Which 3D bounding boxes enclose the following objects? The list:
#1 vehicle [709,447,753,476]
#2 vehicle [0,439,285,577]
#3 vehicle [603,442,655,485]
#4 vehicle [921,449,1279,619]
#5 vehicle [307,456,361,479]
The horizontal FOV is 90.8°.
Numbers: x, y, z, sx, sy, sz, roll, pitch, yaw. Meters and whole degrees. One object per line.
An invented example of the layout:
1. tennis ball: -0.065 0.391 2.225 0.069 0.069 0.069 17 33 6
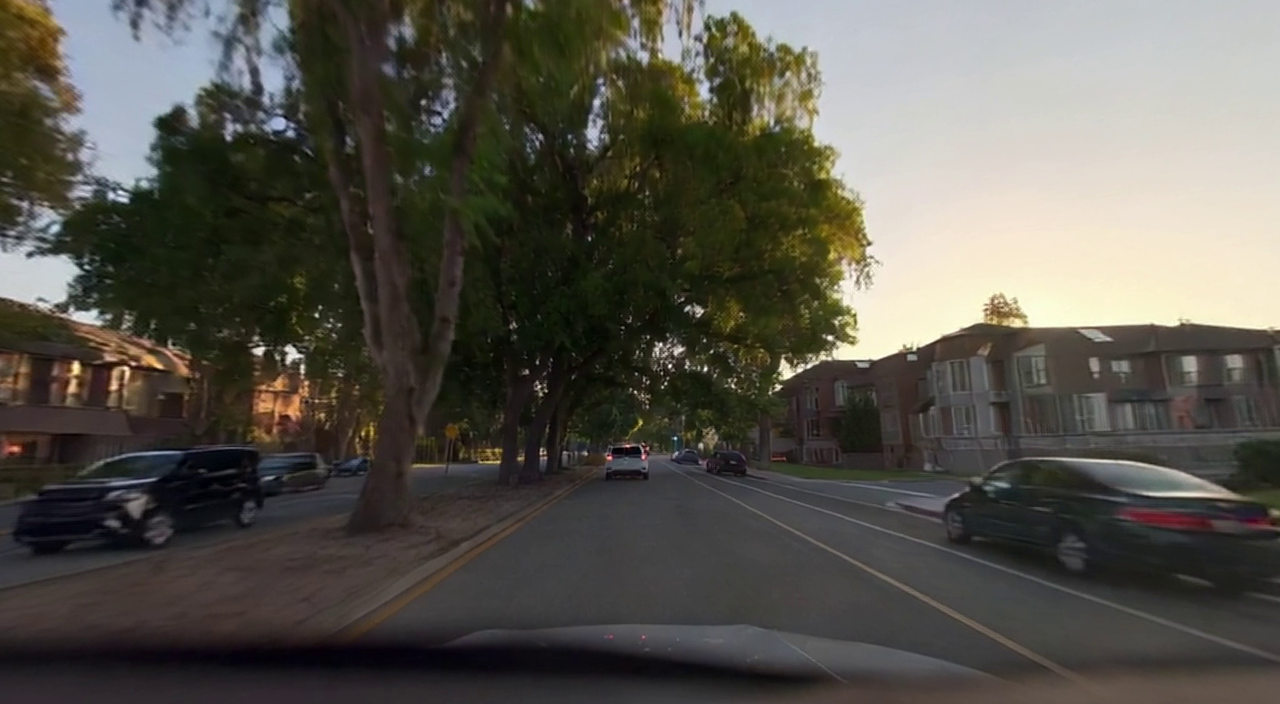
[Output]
1. vehicle: 5.620 6.813 39.678 1.970 1.696 4.405 0 -9 -2
2. vehicle: -7.529 2.042 9.231 2.105 1.474 4.808 0 -9 -3
3. vehicle: -0.467 4.743 27.273 2.070 1.698 3.925 0 -9 -1
4. vehicle: 5.694 1.993 8.036 1.978 1.485 4.603 0 -9 -2
5. vehicle: -22.439 8.466 46.521 1.772 1.457 4.505 0 -9 -1
